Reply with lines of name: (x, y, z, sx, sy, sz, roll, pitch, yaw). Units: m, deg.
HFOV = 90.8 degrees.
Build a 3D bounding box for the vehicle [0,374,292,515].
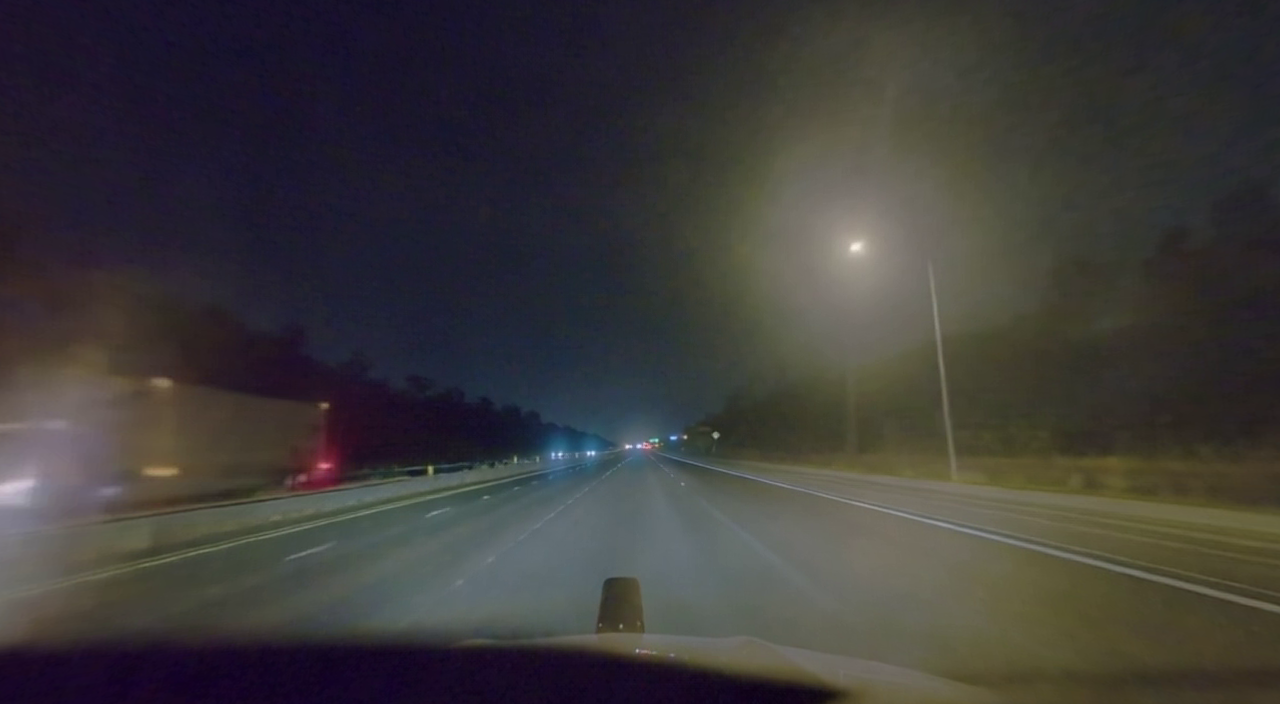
vehicle: (-16.276, 3.224, 21.809, 2.929, 3.767, 9.589, 0, -9, 0)
